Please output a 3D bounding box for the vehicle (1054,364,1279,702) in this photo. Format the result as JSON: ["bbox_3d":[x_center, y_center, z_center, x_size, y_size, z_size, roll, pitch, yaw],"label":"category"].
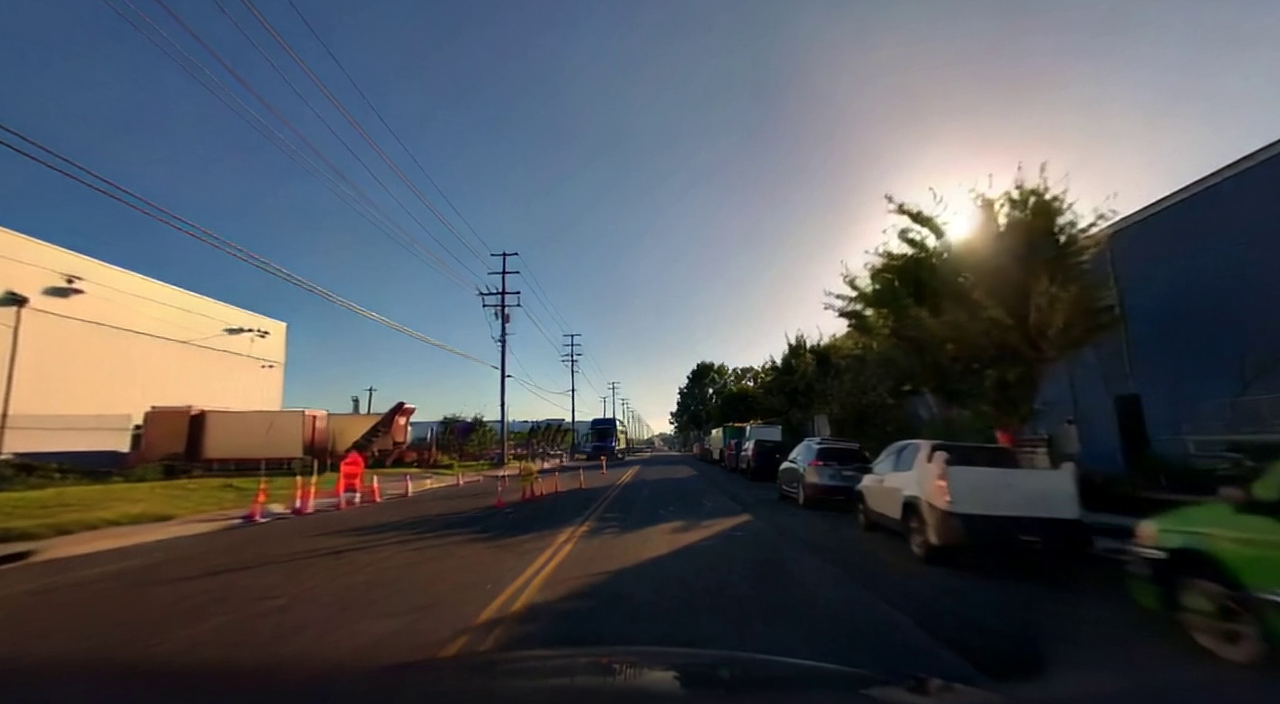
[{"bbox_3d":[4.392,0.807,2.338,2.009,1.776,5.440,0,-8,0],"label":"vehicle"}]

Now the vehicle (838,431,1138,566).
[{"bbox_3d":[4.557,1.956,9.332,1.878,1.455,4.671,-1,-8,2],"label":"vehicle"}]

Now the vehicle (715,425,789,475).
[{"bbox_3d":[4.932,4.434,28.768,2.425,1.977,5.915,-1,-8,2],"label":"vehicle"}]
